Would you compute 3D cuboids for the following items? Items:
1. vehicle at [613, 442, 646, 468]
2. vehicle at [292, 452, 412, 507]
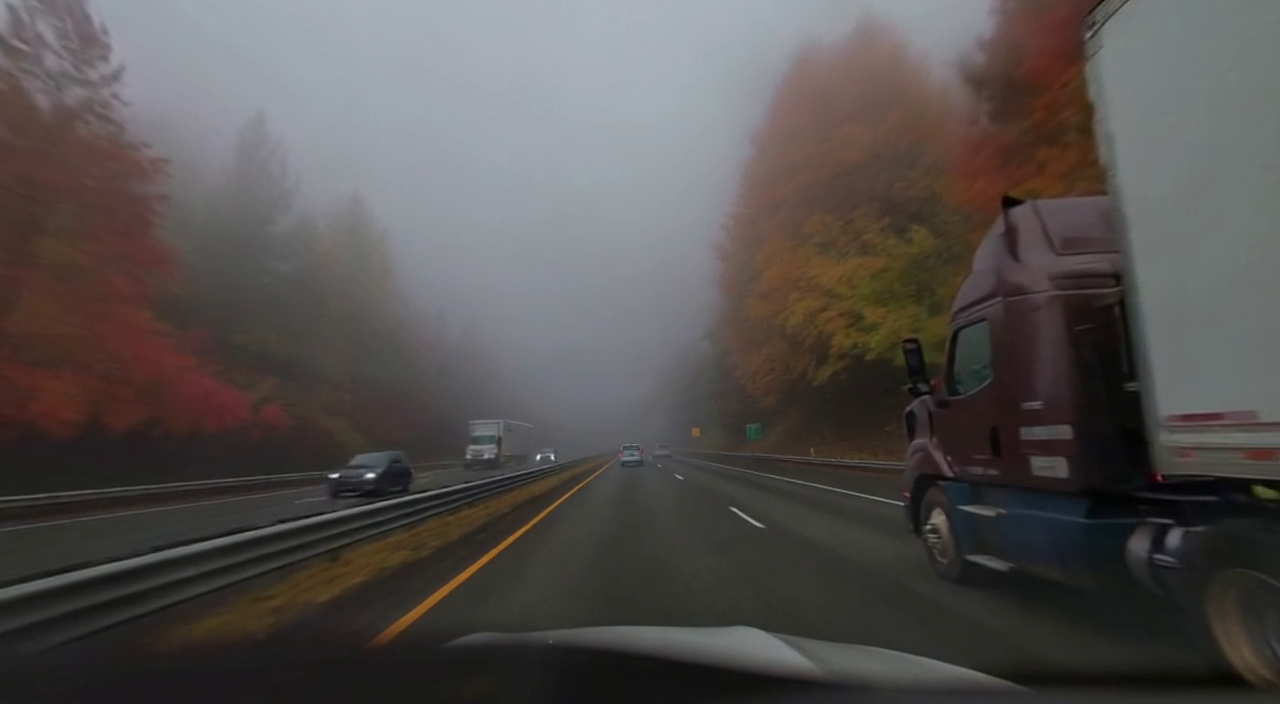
[{"bbox_3d":[-0.743,7.059,43.204,2.151,1.693,4.201,0,-9,-2],"label":"vehicle"},{"bbox_3d":[-8.998,3.981,20.009,1.941,1.521,4.082,0,-9,-1],"label":"vehicle"}]
